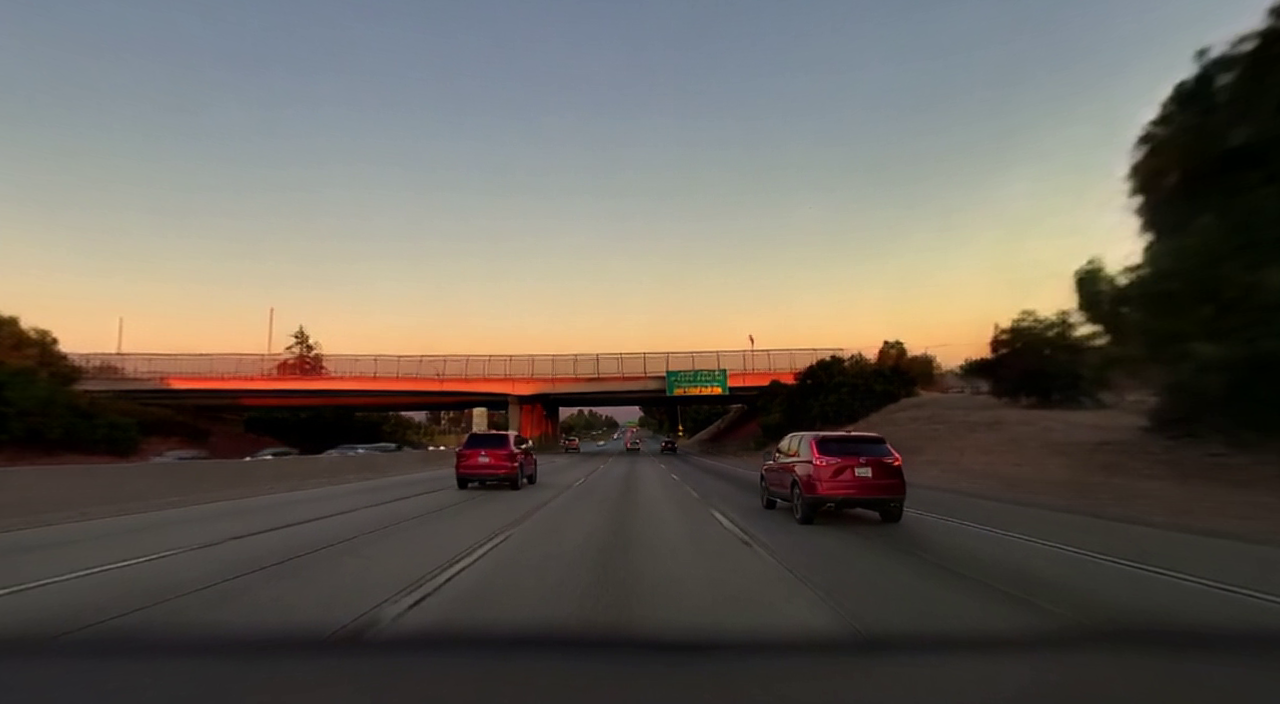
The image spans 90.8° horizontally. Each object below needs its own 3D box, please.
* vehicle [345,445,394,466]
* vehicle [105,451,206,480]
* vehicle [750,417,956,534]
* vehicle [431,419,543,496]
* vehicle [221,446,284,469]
[{"bbox_3d":[-19.849,7.575,46.514,1.770,1.469,4.265,0,-9,-1],"label":"vehicle"},{"bbox_3d":[-27.323,6.390,35.885,1.852,1.484,4.894,0,-9,0],"label":"vehicle"},{"bbox_3d":[3.632,2.212,11.883,2.185,1.749,4.477,0,-9,-1],"label":"vehicle"},{"bbox_3d":[-4.132,2.957,17.927,2.018,1.872,4.728,0,-9,-1],"label":"vehicle"},{"bbox_3d":[-30.007,8.170,49.115,1.952,1.656,4.611,0,-9,0],"label":"vehicle"}]
